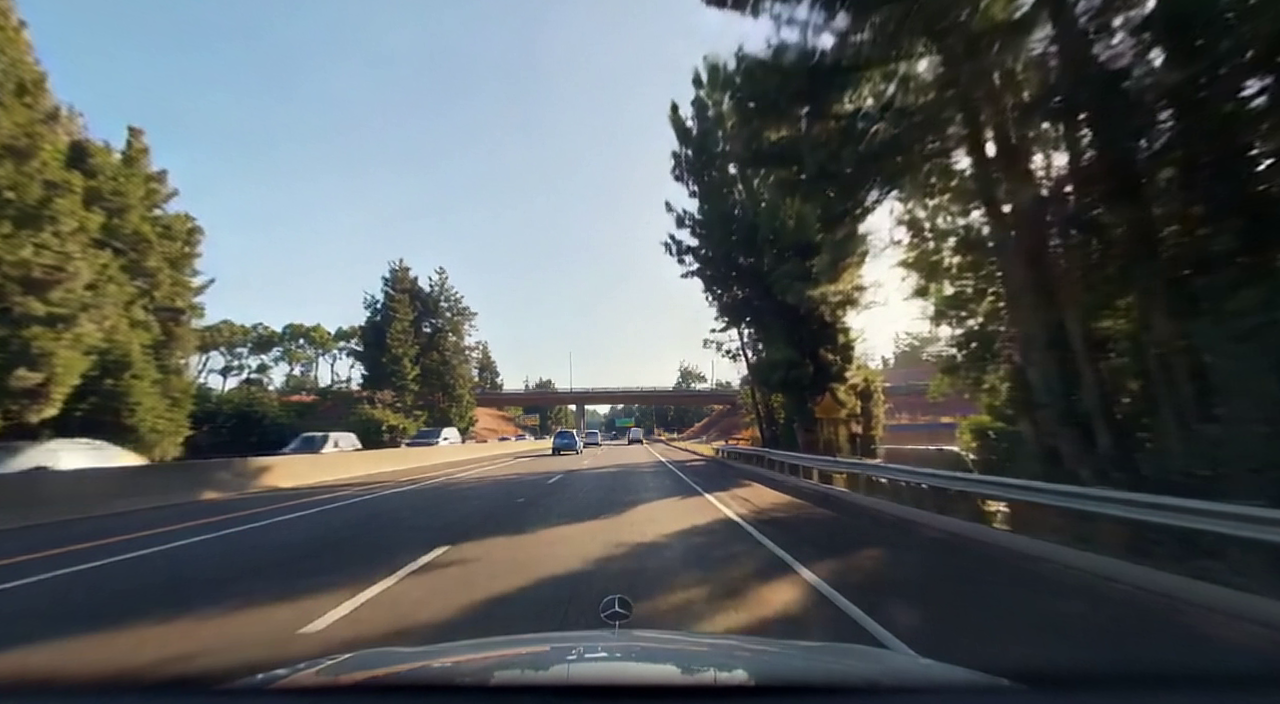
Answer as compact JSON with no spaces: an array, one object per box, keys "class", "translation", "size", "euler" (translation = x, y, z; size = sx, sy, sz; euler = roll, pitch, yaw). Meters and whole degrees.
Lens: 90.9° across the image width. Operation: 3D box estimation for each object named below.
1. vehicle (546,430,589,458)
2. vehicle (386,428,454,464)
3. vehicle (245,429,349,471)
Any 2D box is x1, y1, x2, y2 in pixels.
[{"class":"vehicle","translation":[-4.367,5.615,38.420],"size":[2.169,1.588,4.264],"euler":[0,-8,-1]},{"class":"vehicle","translation":[-12.622,5.414,36.541],"size":[2.077,1.918,5.331],"euler":[0,-8,-1]},{"class":"vehicle","translation":[-17.075,4.884,31.806],"size":[2.219,1.903,5.502],"euler":[0,-8,-1]}]
